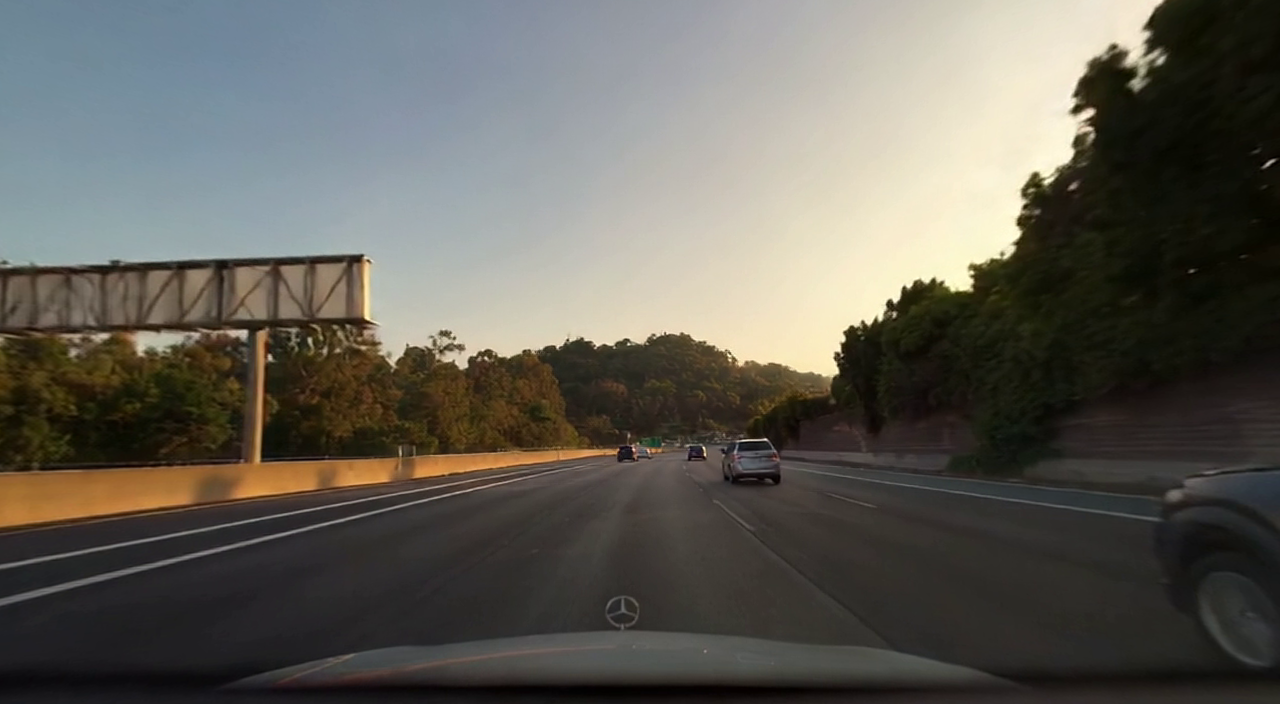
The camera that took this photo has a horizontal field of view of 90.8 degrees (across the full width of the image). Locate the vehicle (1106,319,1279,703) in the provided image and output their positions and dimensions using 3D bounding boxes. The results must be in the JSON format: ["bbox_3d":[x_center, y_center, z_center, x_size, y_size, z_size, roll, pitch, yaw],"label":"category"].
[{"bbox_3d":[4.145,0.614,1.891,2.165,1.881,4.274,0,-9,0],"label":"vehicle"}]

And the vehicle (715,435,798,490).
[{"bbox_3d":[3.946,3.841,22.240,2.075,1.743,4.410,0,-9,0],"label":"vehicle"}]

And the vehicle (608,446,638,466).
[{"bbox_3d":[-1.237,8.002,48.557,1.972,1.444,4.191,-1,-9,3],"label":"vehicle"}]
